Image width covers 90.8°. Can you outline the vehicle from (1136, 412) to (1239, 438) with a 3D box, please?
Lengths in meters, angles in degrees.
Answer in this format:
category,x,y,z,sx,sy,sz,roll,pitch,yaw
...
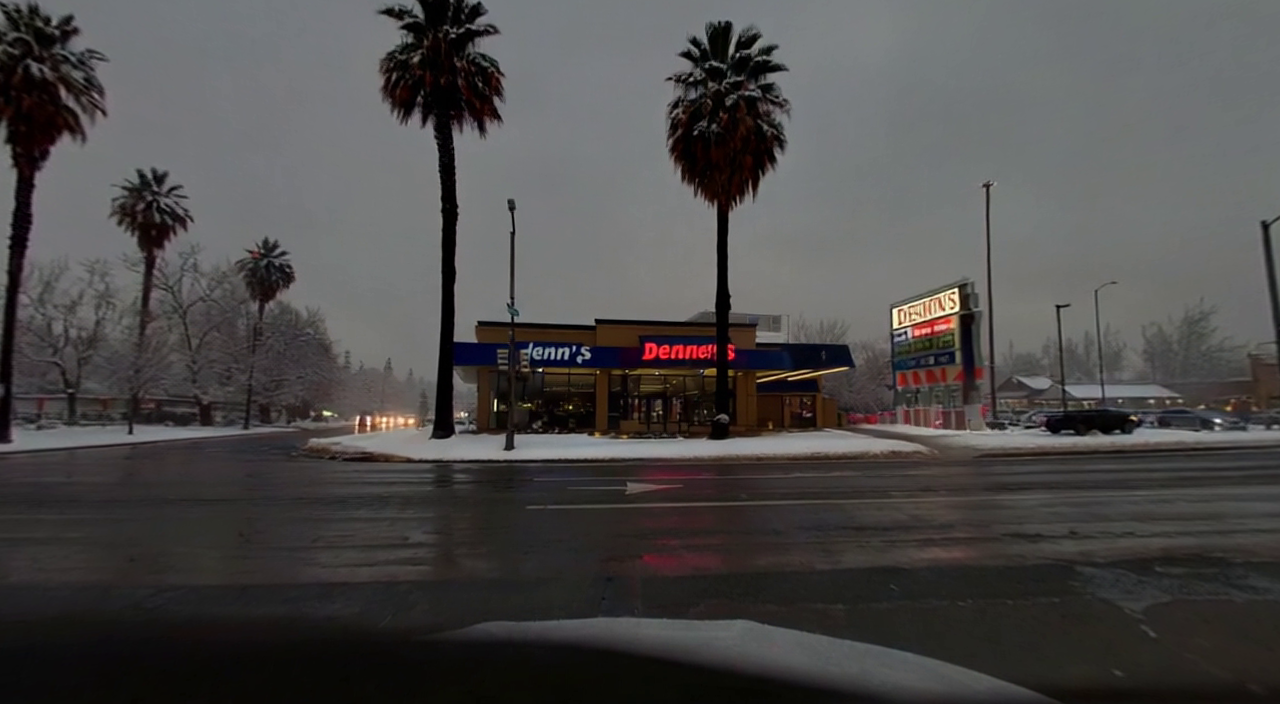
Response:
category,x,y,z,sx,sy,sz,roll,pitch,yaw
vehicle,33.869,4.582,39.272,1.805,1.466,4.641,1,-9,-8

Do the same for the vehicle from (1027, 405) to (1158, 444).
category,x,y,z,sx,sy,sz,roll,pitch,yaw
vehicle,21.995,3.486,30.810,4.880,1.754,2.202,0,-5,-6
